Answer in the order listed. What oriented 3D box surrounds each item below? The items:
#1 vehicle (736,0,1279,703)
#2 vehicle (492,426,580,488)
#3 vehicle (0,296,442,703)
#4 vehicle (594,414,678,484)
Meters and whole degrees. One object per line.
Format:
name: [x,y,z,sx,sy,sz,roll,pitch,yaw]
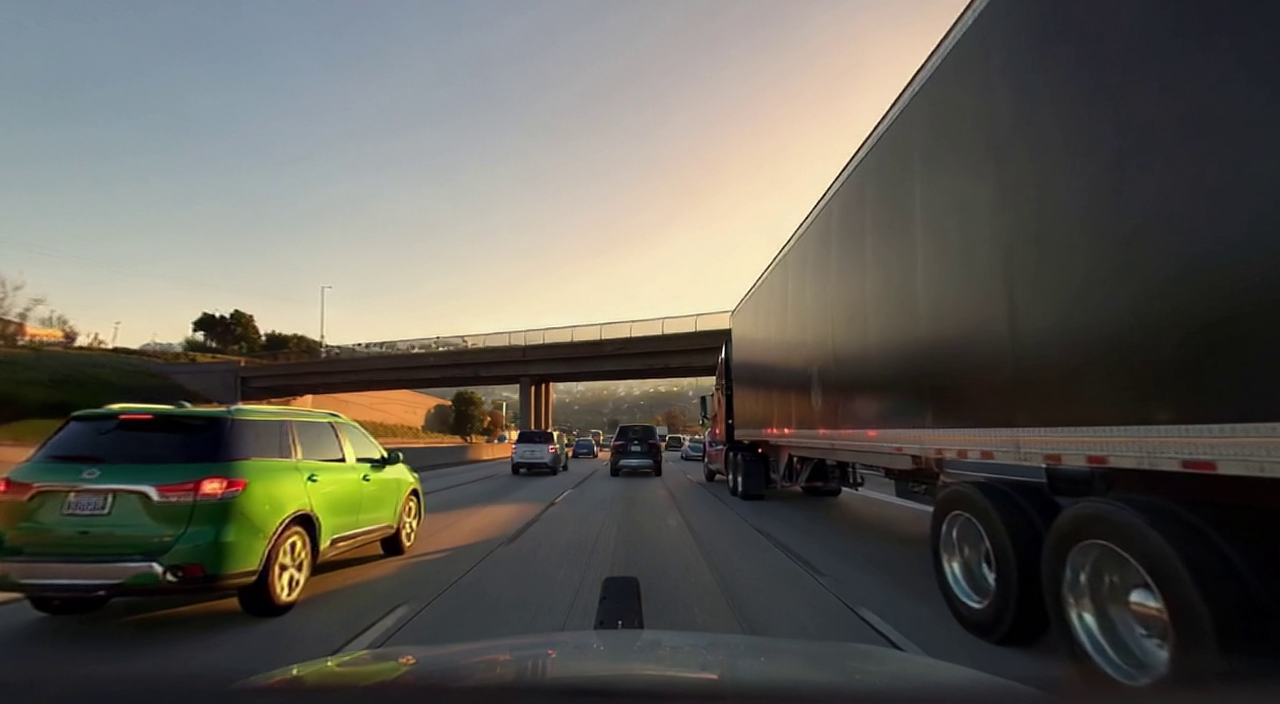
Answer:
vehicle: [3.596,0.105,5.939,2.852,4.121,16.210,0,-8,0]
vehicle: [-3.315,3.477,21.088,2.120,1.812,4.659,0,-8,1]
vehicle: [-3.306,1.055,4.447,2.193,1.803,4.958,0,-8,0]
vehicle: [-0.143,3.551,23.183,2.704,2.216,5.804,0,-8,0]
